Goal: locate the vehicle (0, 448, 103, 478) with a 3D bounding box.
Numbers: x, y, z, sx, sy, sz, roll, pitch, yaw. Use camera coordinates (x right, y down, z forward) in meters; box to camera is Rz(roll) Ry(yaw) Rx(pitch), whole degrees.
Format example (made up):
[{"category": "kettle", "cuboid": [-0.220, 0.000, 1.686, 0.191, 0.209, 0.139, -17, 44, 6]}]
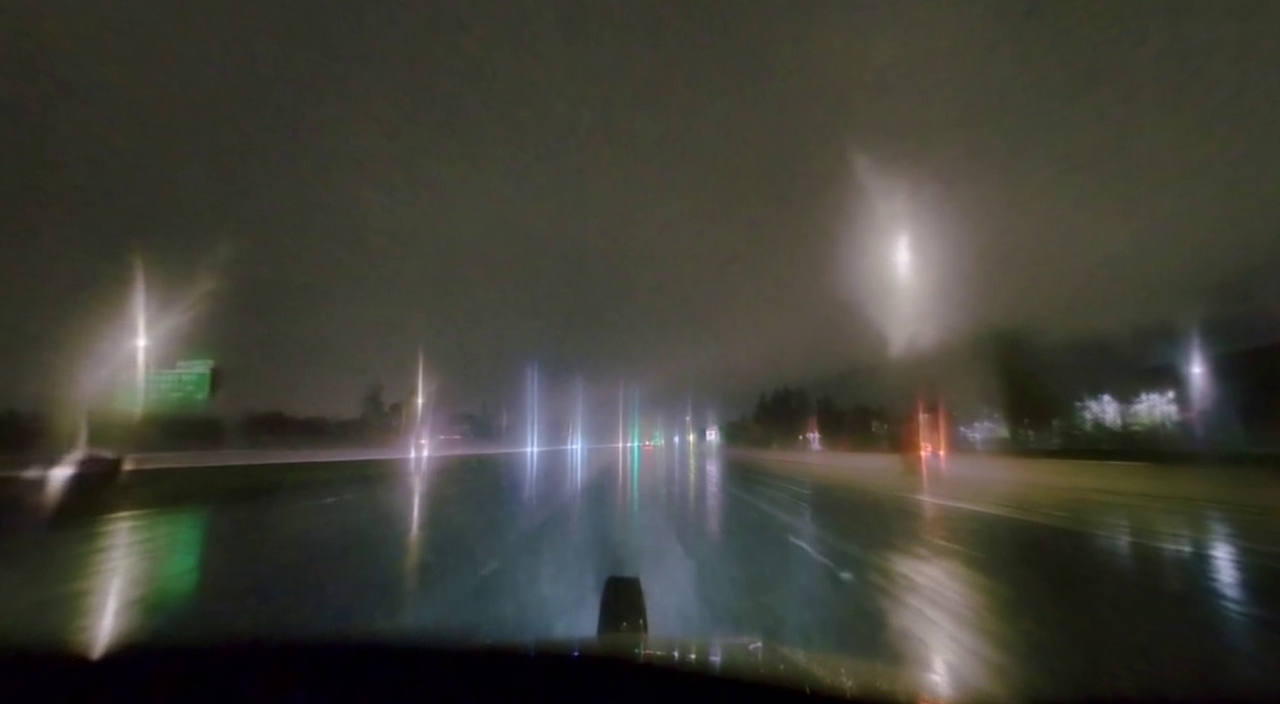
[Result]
[{"category": "vehicle", "cuboid": [-34.155, 6.365, 36.379, 2.015, 1.583, 4.829, -1, -8, 1]}]
